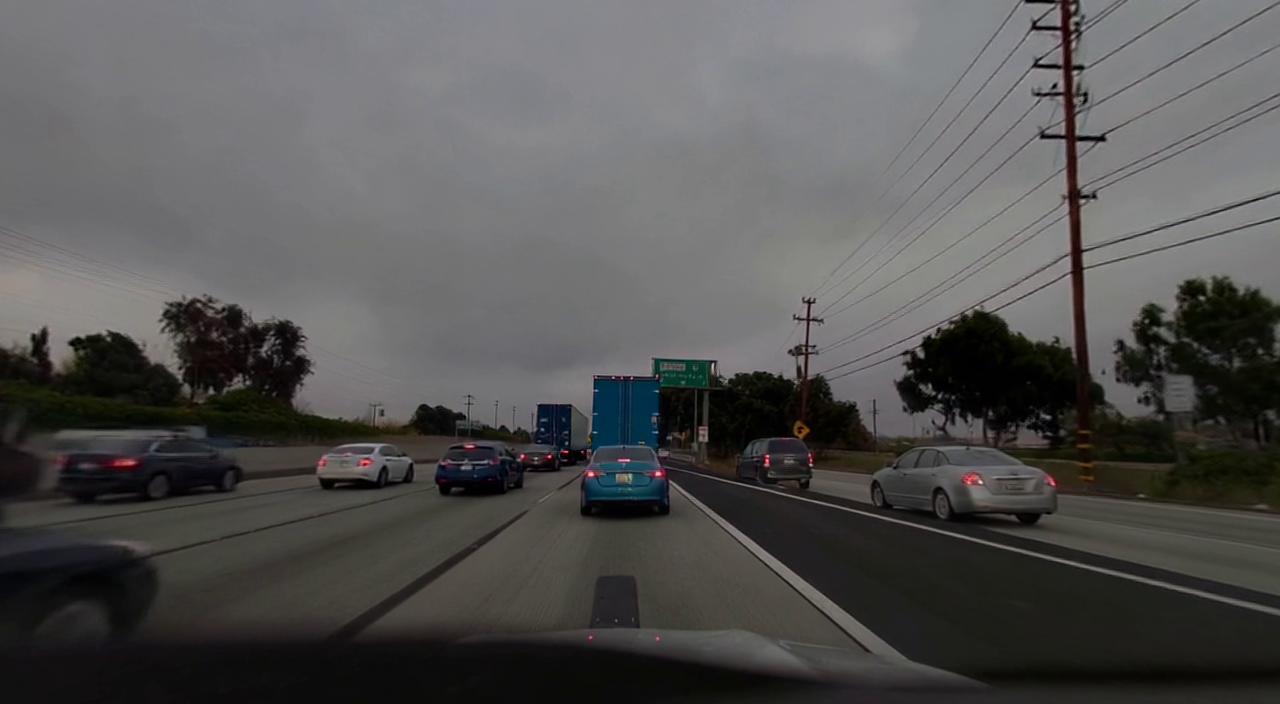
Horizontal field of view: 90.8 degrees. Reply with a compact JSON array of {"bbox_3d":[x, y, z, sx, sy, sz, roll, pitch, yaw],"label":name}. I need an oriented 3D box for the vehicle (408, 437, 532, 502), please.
[{"bbox_3d":[-4.279,3.049,16.878,1.960,1.450,5.246,0,-9,-1],"label":"vehicle"}]

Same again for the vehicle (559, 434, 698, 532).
[{"bbox_3d":[-0.288,2.304,11.671,2.112,1.463,4.012,0,-9,-3],"label":"vehicle"}]

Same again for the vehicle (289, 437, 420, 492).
[{"bbox_3d":[-8.575,3.415,19.568,1.988,1.472,4.852,0,-9,-3],"label":"vehicle"}]

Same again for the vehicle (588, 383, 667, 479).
[{"bbox_3d":[-0.672,3.531,27.413,2.909,3.518,8.262,0,-9,-3],"label":"vehicle"}]

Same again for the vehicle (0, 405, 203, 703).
[{"bbox_3d":[-3.716,0.758,1.251,2.235,1.472,4.860,0,-9,0],"label":"vehicle"}]

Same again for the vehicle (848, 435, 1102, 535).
[{"bbox_3d":[5.506,2.216,11.160,1.878,1.406,4.164,1,-9,-6],"label":"vehicle"}]

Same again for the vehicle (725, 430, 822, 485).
[{"bbox_3d":[4.354,3.524,21.313,2.023,1.676,4.002,1,-9,-5],"label":"vehicle"}]
